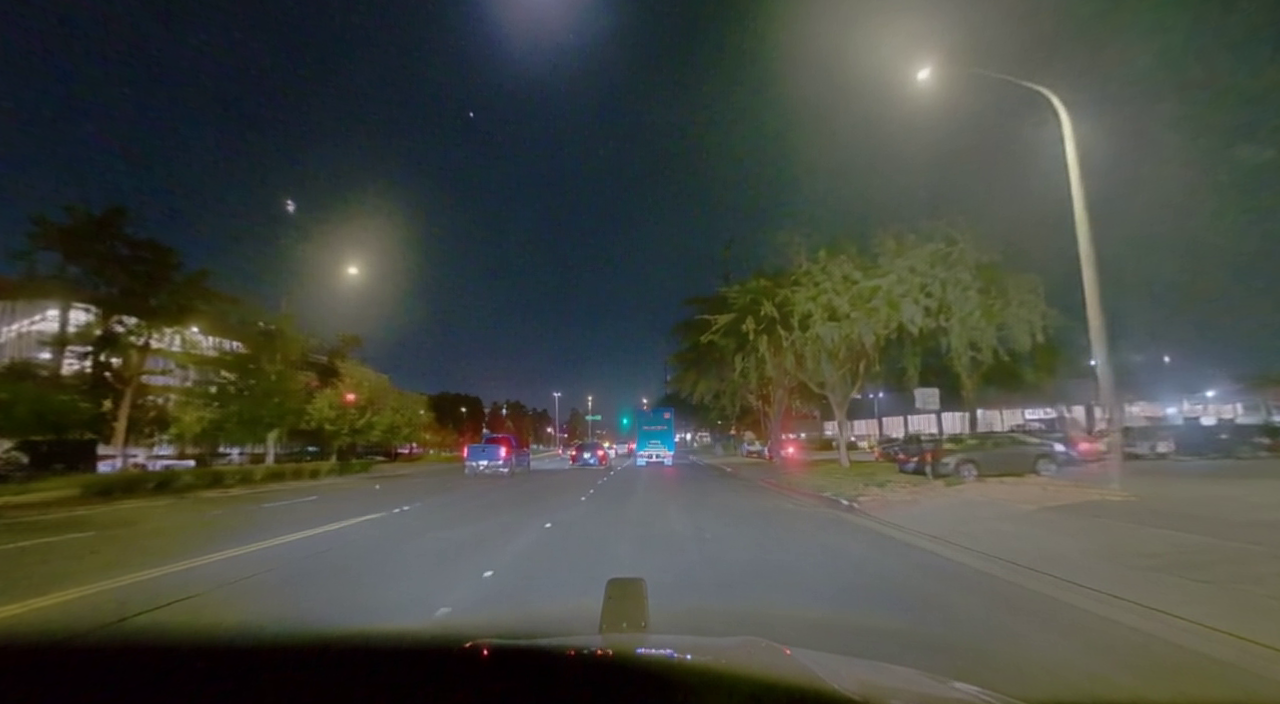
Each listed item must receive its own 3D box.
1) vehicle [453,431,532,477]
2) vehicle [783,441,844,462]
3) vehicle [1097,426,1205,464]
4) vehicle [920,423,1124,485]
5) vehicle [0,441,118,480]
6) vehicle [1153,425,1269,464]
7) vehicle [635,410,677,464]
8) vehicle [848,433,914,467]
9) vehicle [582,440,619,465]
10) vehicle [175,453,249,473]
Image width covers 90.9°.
[{"bbox_3d":[-6.597,4.634,28.898,2.149,1.893,5.187,-1,-8,2],"label":"vehicle"},{"bbox_3d":[12.928,7.434,47.116,4.031,1.468,1.738,0,-8,0],"label":"vehicle"},{"bbox_3d":[26.127,4.805,32.434,1.983,1.815,4.297,0,-8,2],"label":"vehicle"},{"bbox_3d":[10.443,2.819,17.493,4.346,1.595,1.964,0,-9,0],"label":"vehicle"},{"bbox_3d":[-34.125,6.213,36.198,6.188,2.110,2.333,-1,-9,3],"label":"vehicle"},{"bbox_3d":[29.009,4.741,32.235,1.993,1.847,4.222,0,-8,1],"label":"vehicle"},{"bbox_3d":[1.135,6.494,47.798,2.905,3.644,8.441,0,-8,1],"label":"vehicle"},{"bbox_3d":[12.616,5.163,33.310,1.880,1.642,4.523,0,-8,2],"label":"vehicle"},{"bbox_3d":[-2.709,7.018,44.178,2.114,1.663,4.381,0,-8,2],"label":"vehicle"},{"bbox_3d":[-33.627,8.726,49.587,4.409,1.480,2.092,-1,-9,3],"label":"vehicle"}]
